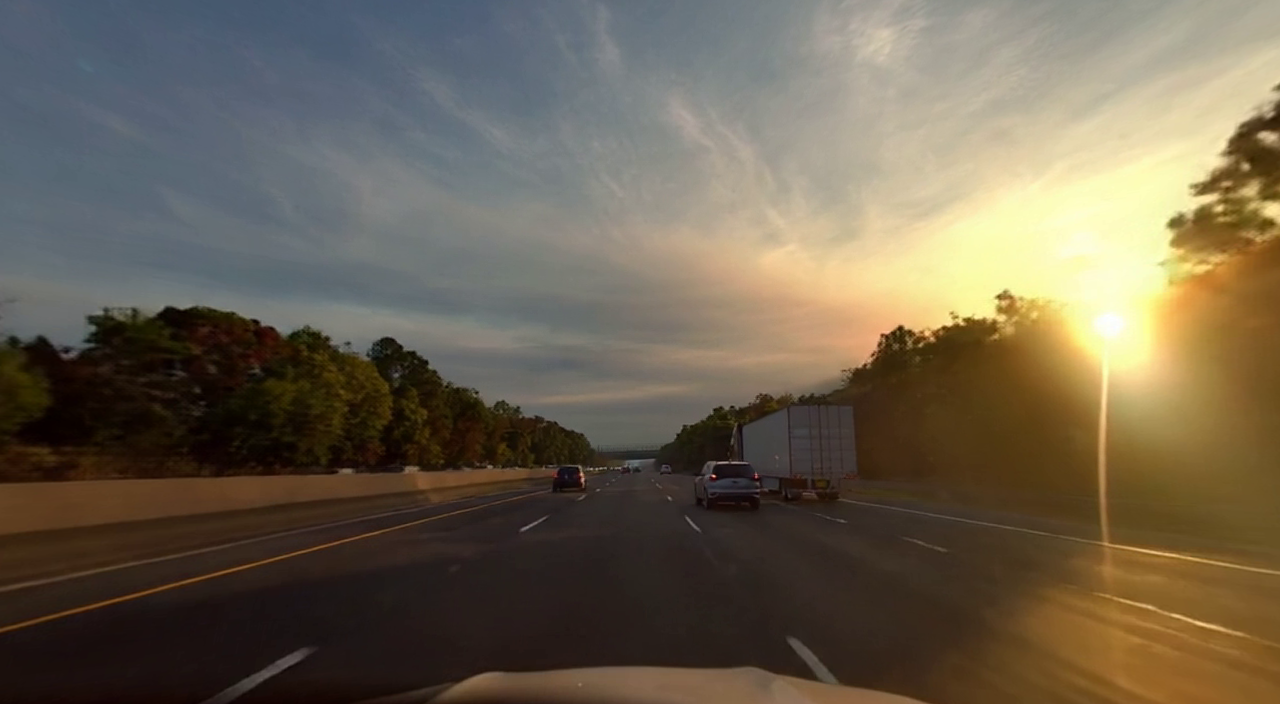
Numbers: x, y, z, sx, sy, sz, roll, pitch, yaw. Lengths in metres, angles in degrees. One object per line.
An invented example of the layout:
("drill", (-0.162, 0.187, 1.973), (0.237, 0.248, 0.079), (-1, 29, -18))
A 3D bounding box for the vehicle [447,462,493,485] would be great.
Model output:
("vehicle", (-11.387, 8.182, 42.350), (1.827, 1.412, 4.194), (1, -10, 1))

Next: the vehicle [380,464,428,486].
("vehicle", (-17.907, 9.349, 47.824), (1.783, 1.541, 4.315), (0, -10, 2))

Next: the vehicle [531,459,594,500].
("vehicle", (-3.187, 5.347, 26.605), (2.025, 1.547, 4.150), (1, -10, 1))

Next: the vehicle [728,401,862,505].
("vehicle", (7.417, 5.573, 33.823), (2.883, 4.151, 17.144), (1, -10, 0))

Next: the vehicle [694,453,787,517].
("vehicle", (2.948, 4.052, 19.507), (2.050, 1.708, 4.457), (1, -10, -1))
